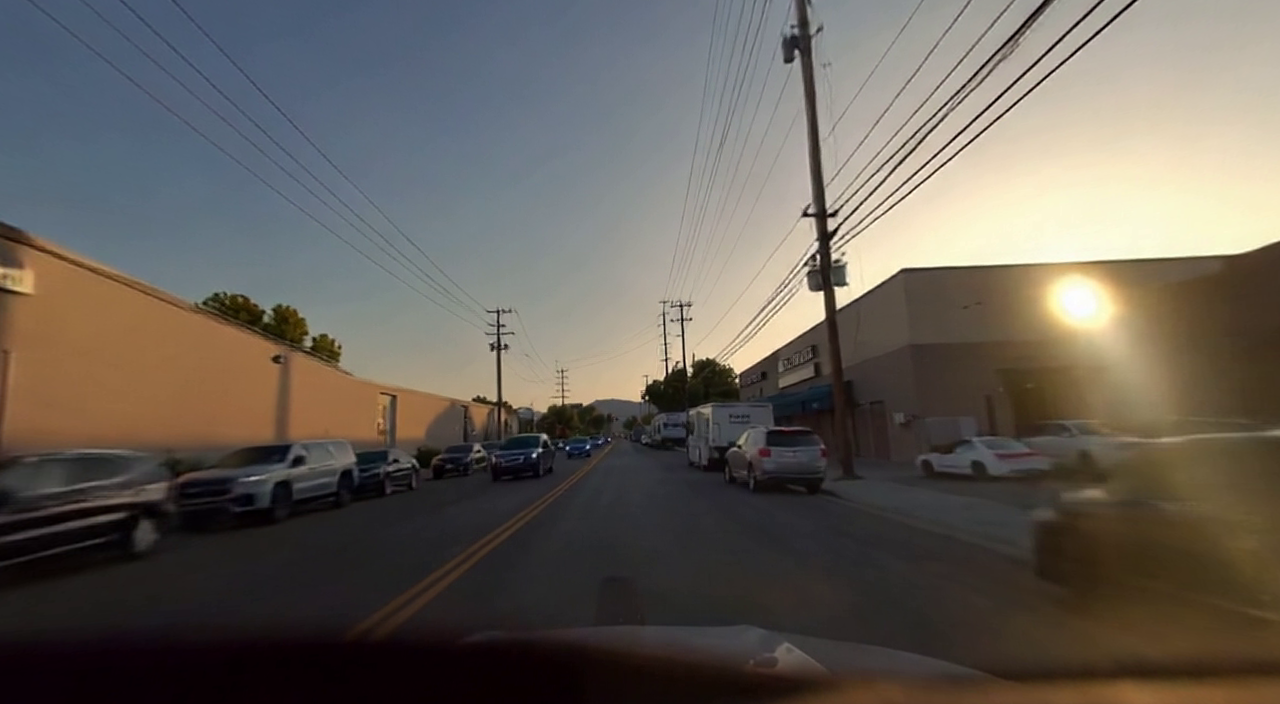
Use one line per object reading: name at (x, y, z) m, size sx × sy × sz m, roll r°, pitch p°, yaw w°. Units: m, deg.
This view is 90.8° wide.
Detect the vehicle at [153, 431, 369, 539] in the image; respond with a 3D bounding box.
vehicle at (-7.769, 2.670, 13.611) m, size 1.933 × 1.754 × 4.514 m, roll -3°, pitch -7°, yaw 0°

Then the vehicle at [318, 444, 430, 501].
vehicle at (-7.965, 3.591, 19.370) m, size 1.759 × 1.461 × 4.308 m, roll 0°, pitch -8°, yaw -3°

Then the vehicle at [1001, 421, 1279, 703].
vehicle at (4.132, 1.077, 3.194) m, size 1.919 × 1.453 × 4.425 m, roll 0°, pitch -8°, yaw -1°

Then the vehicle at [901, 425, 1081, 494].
vehicle at (8.428, 2.620, 15.709) m, size 1.798 × 1.370 × 4.191 m, roll -2°, pitch -8°, yaw -4°

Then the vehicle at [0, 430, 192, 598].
vehicle at (-7.932, 1.820, 7.395) m, size 2.194 × 1.775 × 4.482 m, roll 0°, pitch -8°, yaw -2°

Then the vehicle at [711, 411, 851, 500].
vehicle at (3.494, 2.710, 17.129) m, size 2.218 × 1.956 × 5.916 m, roll 0°, pitch -8°, yaw -2°

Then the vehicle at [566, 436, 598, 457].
vehicle at (-4.271, 7.037, 47.200) m, size 1.966 × 1.482 × 4.473 m, roll 0°, pitch -8°, yaw 0°

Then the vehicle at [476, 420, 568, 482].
vehicle at (-4.183, 3.615, 23.528) m, size 2.275 × 1.999 × 5.723 m, roll 0°, pitch -8°, yaw 0°

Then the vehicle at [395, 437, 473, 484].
vehicle at (-8.257, 4.325, 25.747) m, size 1.903 × 1.710 × 4.322 m, roll 0°, pitch -8°, yaw -3°
